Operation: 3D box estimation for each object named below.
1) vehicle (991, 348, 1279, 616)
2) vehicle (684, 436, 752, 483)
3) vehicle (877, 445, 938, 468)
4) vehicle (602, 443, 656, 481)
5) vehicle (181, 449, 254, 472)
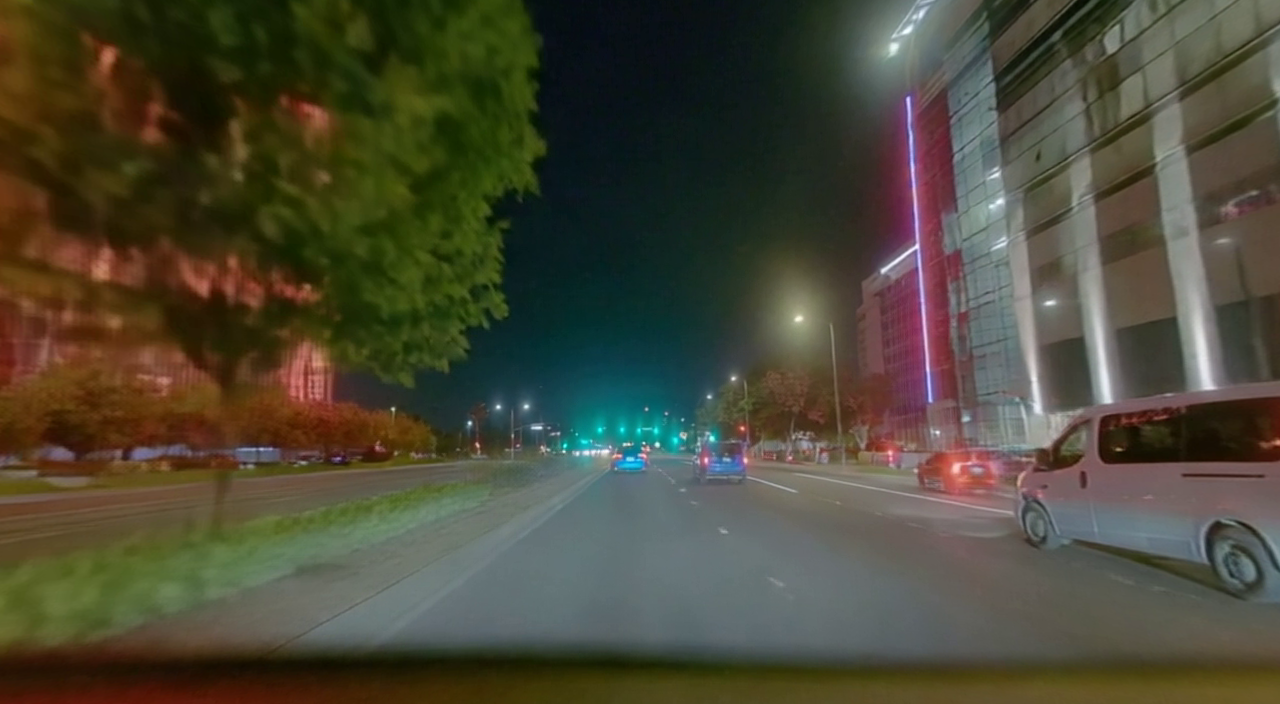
[{"bbox_3d":[6.417,1.219,6.289,2.573,2.127,5.568,0,-8,0],"label":"vehicle"},{"bbox_3d":[3.011,4.290,25.460,2.047,1.711,4.265,0,-8,-2],"label":"vehicle"},{"bbox_3d":[18.344,7.185,43.586,2.017,1.466,4.733,0,-8,-3],"label":"vehicle"},{"bbox_3d":[-0.454,4.605,26.649,2.095,1.456,3.873,0,-8,-1],"label":"vehicle"},{"bbox_3d":[-29.087,7.441,43.716,1.877,1.455,4.629,0,-8,0],"label":"vehicle"}]
